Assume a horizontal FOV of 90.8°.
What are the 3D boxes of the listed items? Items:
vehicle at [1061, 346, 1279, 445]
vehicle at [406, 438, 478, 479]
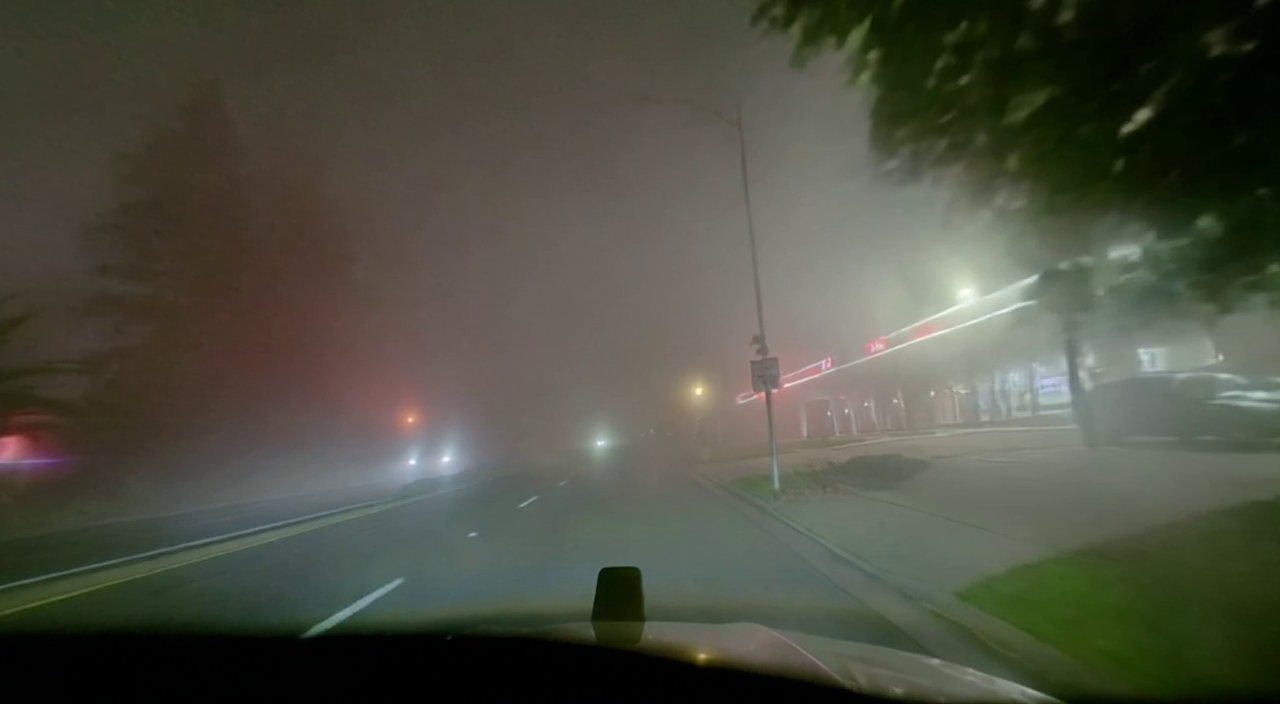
[{"bbox_3d":[12.635,1.097,14.107,1.939,1.753,4.974,3,-11,-23],"label":"vehicle"},{"bbox_3d":[-9.296,5.003,30.073,2.050,1.721,4.369,0,-7,-1],"label":"vehicle"}]
